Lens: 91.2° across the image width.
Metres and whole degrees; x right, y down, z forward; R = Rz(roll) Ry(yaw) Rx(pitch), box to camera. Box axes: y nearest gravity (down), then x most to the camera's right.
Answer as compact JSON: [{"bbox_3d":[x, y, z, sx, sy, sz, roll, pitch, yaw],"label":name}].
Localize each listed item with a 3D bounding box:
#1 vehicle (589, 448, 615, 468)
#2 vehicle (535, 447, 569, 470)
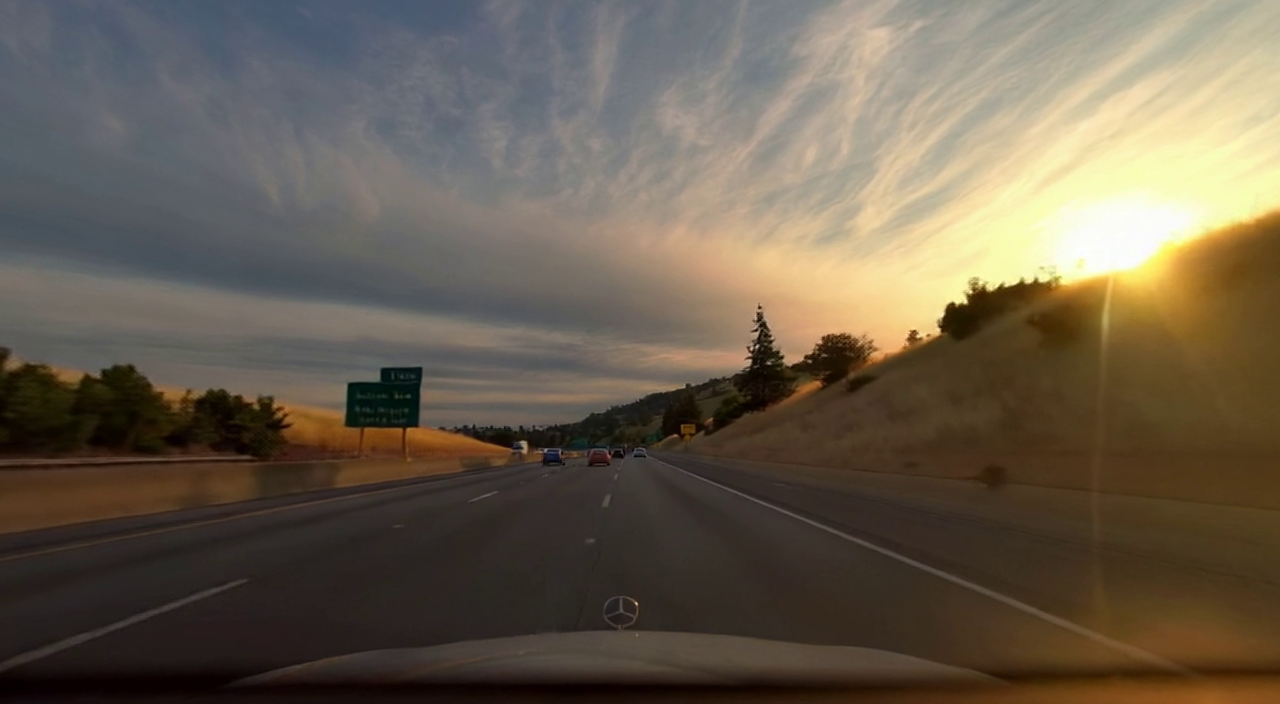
[{"bbox_3d":[-2.919,8.262,49.059,1.895,1.482,3.852,0,-9,-1],"label":"vehicle"},{"bbox_3d":[-6.546,7.982,47.143,2.028,1.563,4.734,0,-9,-1],"label":"vehicle"}]
